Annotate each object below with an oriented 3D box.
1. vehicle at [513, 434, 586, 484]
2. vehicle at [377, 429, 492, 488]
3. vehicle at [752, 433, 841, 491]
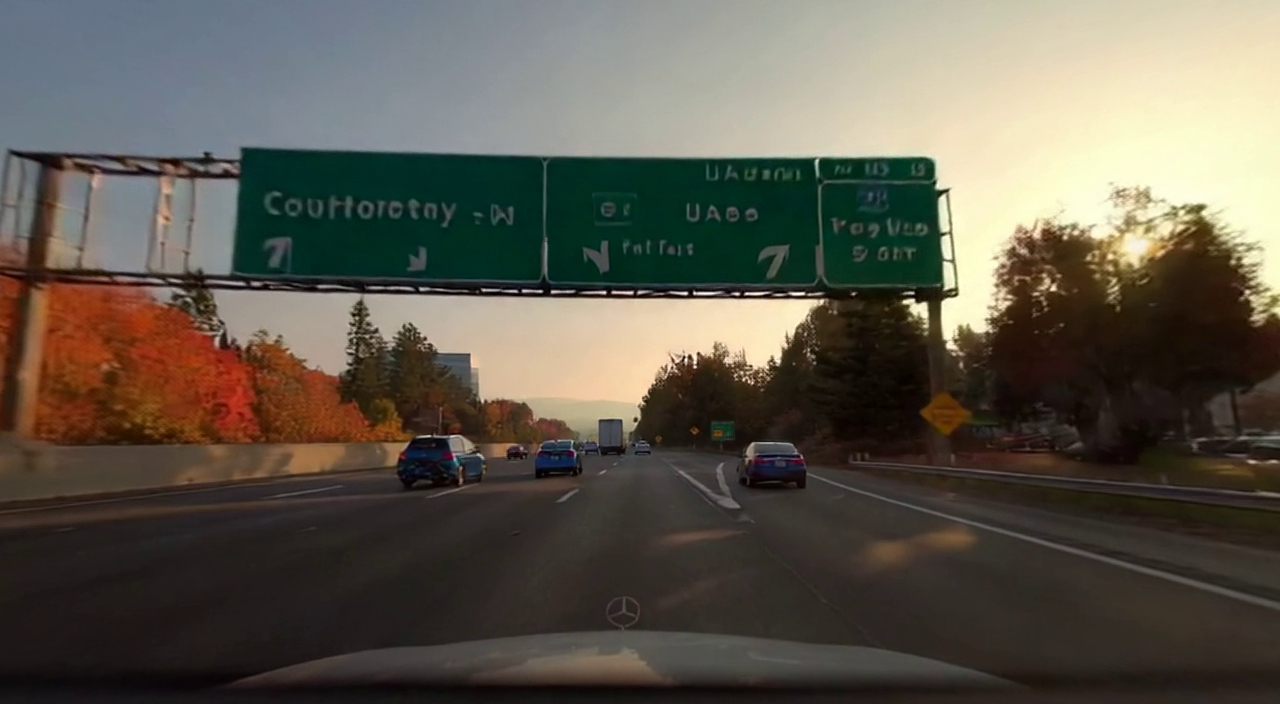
[{"bbox_3d":[-3.383,4.092,24.362,2.111,1.742,4.315,0,-9,1],"label":"vehicle"},{"bbox_3d":[-7.253,3.832,22.981,2.314,1.842,5.279,0,-9,1],"label":"vehicle"},{"bbox_3d":[5.195,3.704,21.618,2.101,1.742,4.495,0,-9,3],"label":"vehicle"}]
